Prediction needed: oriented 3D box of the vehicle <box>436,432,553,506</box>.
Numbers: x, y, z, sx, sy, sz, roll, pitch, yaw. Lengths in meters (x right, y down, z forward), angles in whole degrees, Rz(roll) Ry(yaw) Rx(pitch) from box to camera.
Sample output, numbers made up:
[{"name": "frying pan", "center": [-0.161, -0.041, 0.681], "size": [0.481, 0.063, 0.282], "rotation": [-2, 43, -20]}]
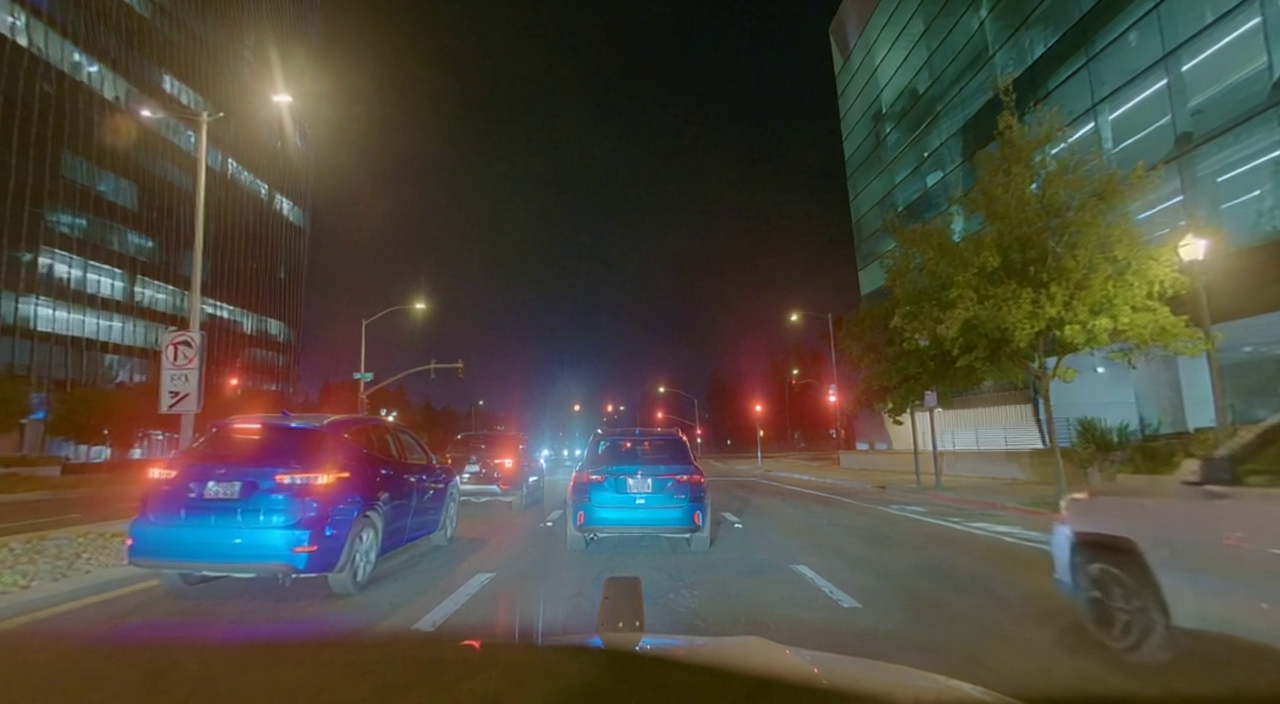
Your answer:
[{"name": "vehicle", "center": [-3.613, 2.994, 16.596], "size": [2.068, 1.678, 4.199], "rotation": [0, -8, 0]}]

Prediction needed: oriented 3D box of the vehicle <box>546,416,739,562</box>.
[{"name": "vehicle", "center": [-0.001, 1.880, 9.409], "size": [2.207, 1.659, 4.155], "rotation": [0, -8, -1]}]

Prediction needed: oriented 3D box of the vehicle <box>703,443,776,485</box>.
[{"name": "vehicle", "center": [3.724, 4.272, 24.513], "size": [2.082, 1.445, 4.426], "rotation": [0, -8, 0]}]

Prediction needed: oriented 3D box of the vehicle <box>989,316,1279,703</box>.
[{"name": "vehicle", "center": [3.704, 0.751, 2.550], "size": [2.026, 1.819, 4.579], "rotation": [0, -8, 2]}]

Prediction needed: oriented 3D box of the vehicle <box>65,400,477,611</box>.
[{"name": "vehicle", "center": [-3.553, 1.561, 7.357], "size": [2.083, 1.691, 4.398], "rotation": [0, -8, 1]}]
